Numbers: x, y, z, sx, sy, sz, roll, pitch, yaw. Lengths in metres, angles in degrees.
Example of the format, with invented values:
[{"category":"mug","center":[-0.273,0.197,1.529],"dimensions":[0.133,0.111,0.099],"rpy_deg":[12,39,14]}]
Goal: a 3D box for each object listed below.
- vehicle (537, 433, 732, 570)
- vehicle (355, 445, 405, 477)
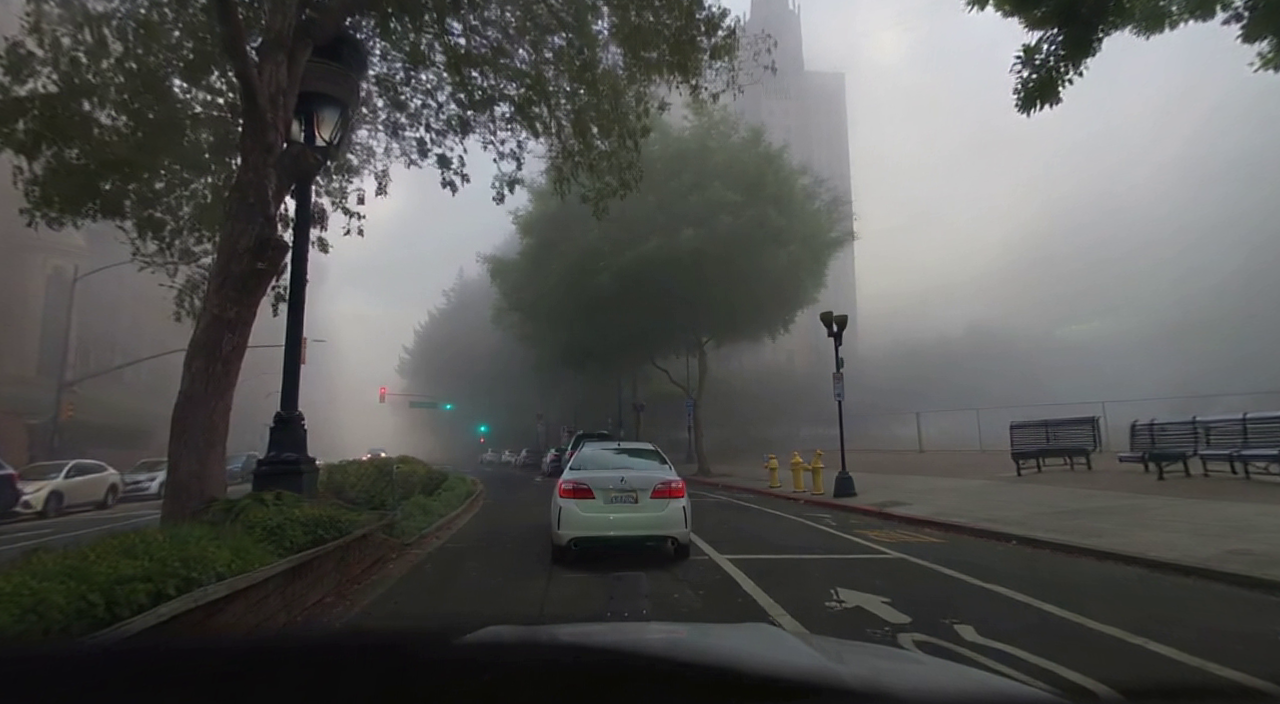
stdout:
[{"category":"vehicle","center":[-0.251,1.940,9.012],"dimensions":[2.142,1.475,4.051],"rpy_deg":[1,-8,-6]},{"category":"vehicle","center":[-14.703,6.141,35.857],"dimensions":[2.179,1.698,4.549],"rpy_deg":[2,-9,-17]}]
